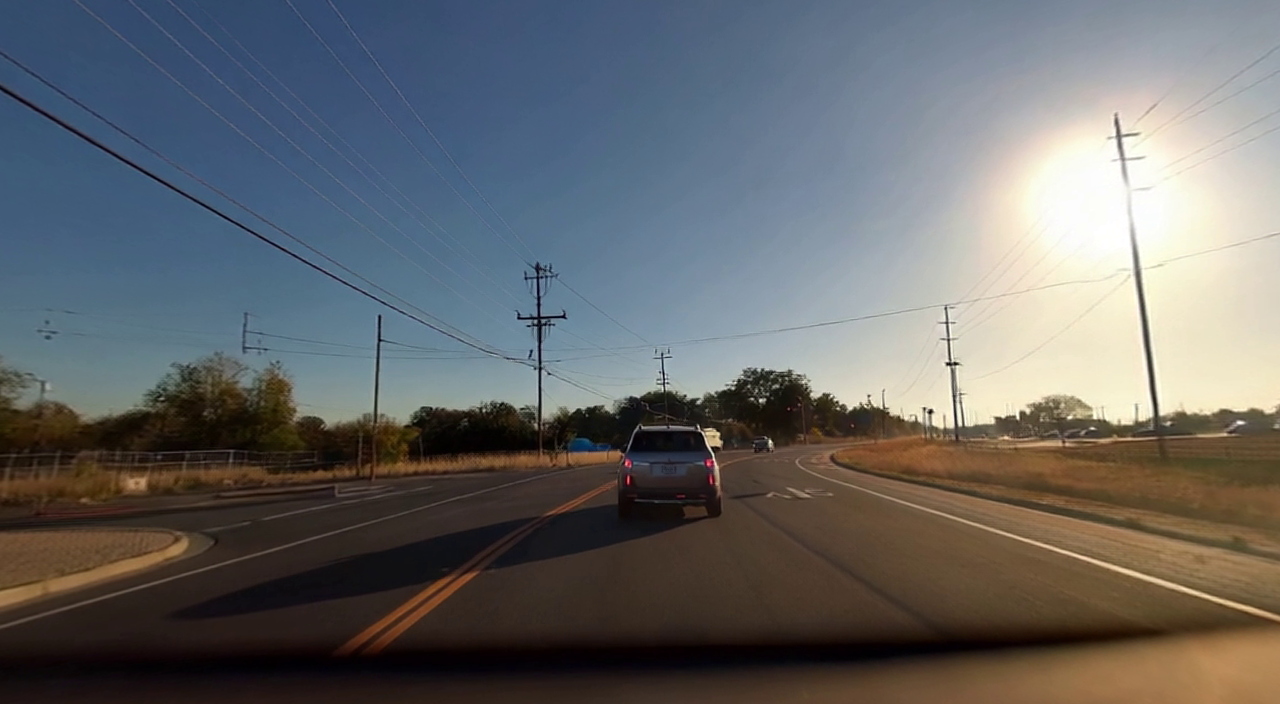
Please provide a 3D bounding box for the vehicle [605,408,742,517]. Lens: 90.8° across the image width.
[{"bbox_3d":[0.644,2.255,13.291,2.364,1.859,4.538,0,-8,2],"label":"vehicle"}]
